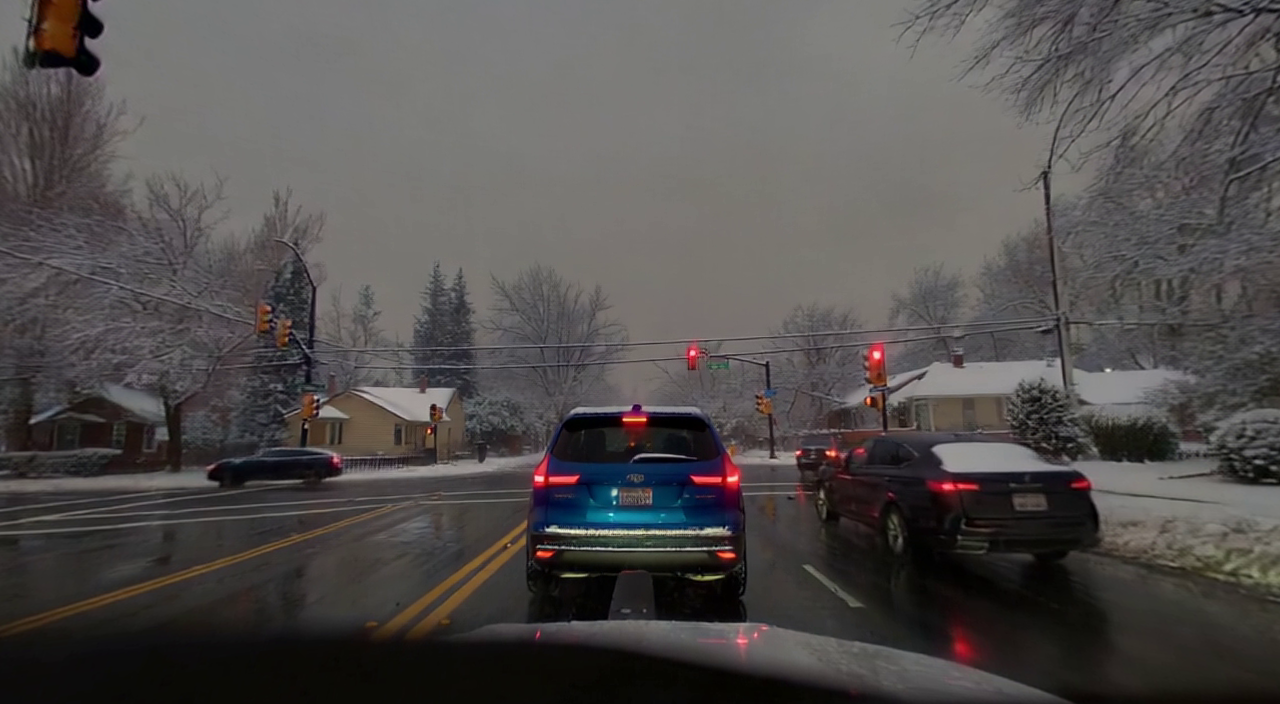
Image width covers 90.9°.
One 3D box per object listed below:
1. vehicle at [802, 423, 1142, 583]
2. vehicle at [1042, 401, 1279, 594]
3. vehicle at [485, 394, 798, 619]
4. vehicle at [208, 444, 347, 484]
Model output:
[{"bbox_3d":[3.827,1.809,8.534,2.077,1.527,4.755,0,-8,1],"label":"vehicle"},{"bbox_3d":[7.022,1.527,7.003,1.989,1.791,4.735,0,-8,1],"label":"vehicle"},{"bbox_3d":[0.047,1.472,6.951,2.322,1.667,4.367,0,-8,1],"label":"vehicle"},{"bbox_3d":[-14.698,4.546,25.918,4.723,1.486,1.800,4,-9,-25],"label":"vehicle"}]
